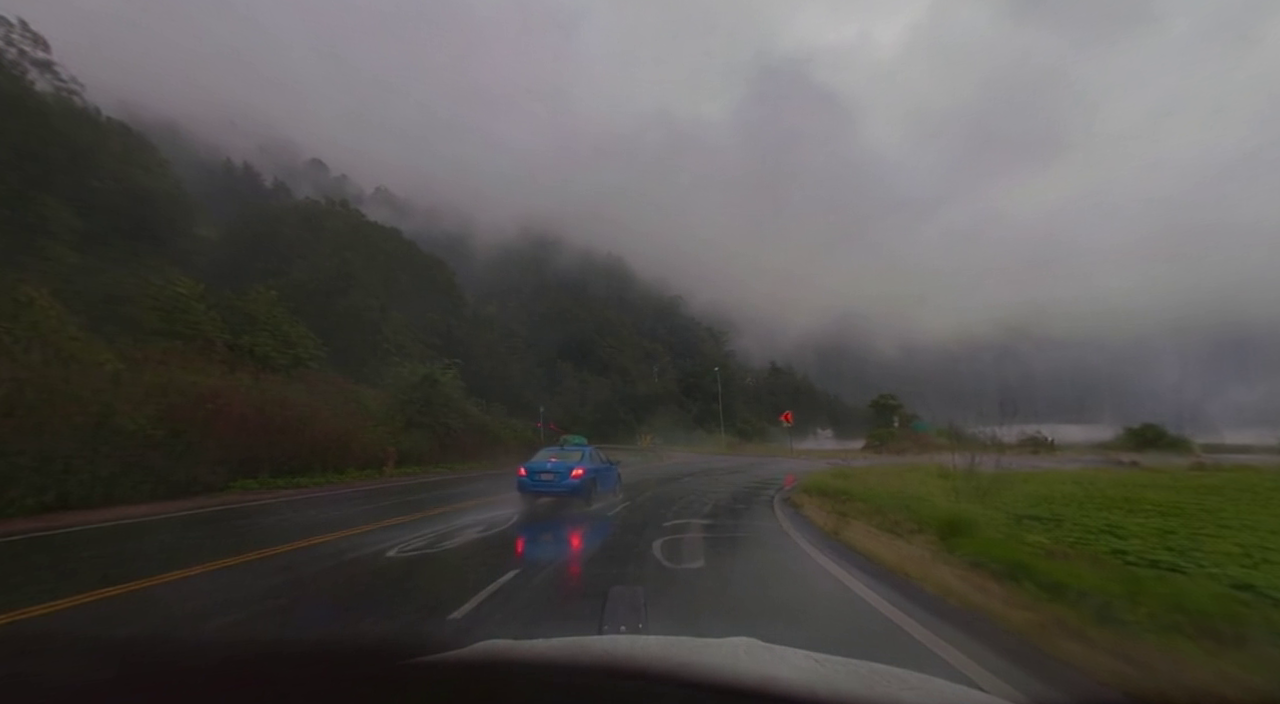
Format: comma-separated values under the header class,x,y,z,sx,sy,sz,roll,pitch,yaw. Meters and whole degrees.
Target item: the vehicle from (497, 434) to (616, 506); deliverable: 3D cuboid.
class,x,y,z,sx,sy,sz,roll,pitch,yaw
vehicle,-1.972,2.987,16.259,2.078,1.607,3.959,-1,-9,7
